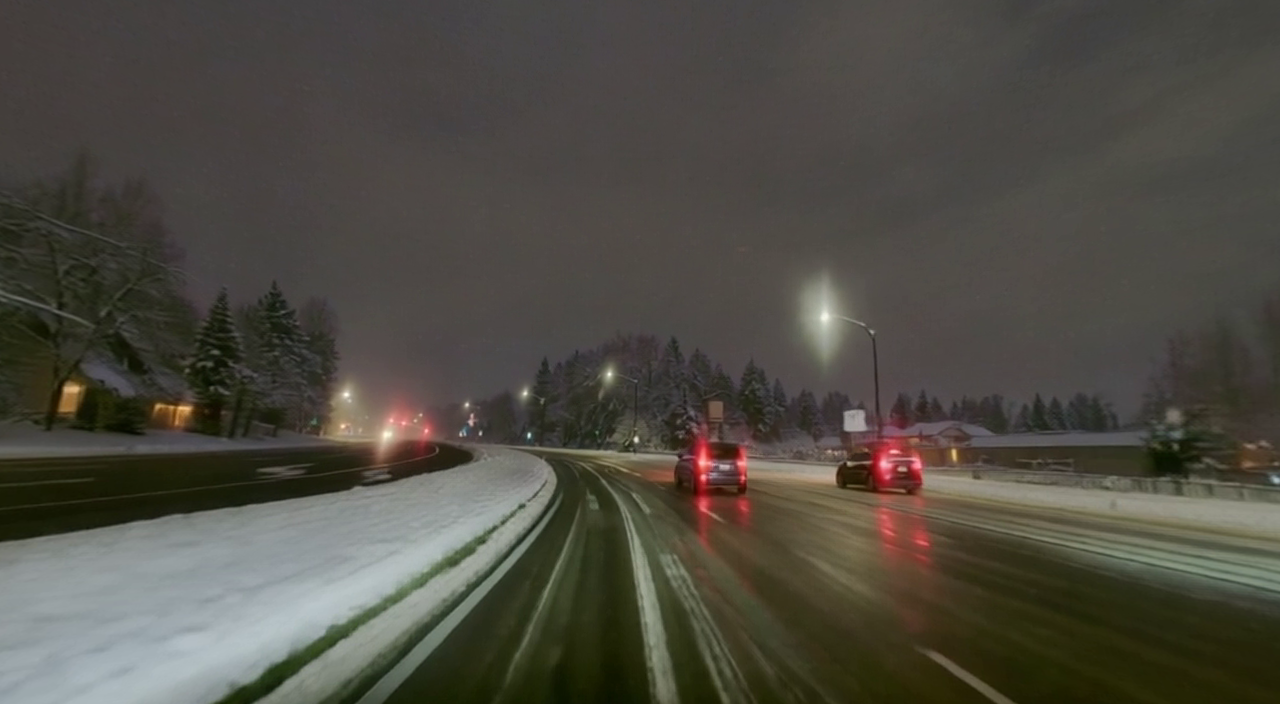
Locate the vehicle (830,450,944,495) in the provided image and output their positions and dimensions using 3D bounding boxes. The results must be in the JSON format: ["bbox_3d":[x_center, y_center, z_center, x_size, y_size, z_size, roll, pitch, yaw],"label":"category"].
[{"bbox_3d":[8.975,4.389,23.505,1.940,1.460,4.652,1,-8,-7],"label":"vehicle"}]

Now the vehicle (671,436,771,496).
[{"bbox_3d":[2.381,3.513,19.928,2.122,1.646,4.525,1,-8,-6],"label":"vehicle"}]
